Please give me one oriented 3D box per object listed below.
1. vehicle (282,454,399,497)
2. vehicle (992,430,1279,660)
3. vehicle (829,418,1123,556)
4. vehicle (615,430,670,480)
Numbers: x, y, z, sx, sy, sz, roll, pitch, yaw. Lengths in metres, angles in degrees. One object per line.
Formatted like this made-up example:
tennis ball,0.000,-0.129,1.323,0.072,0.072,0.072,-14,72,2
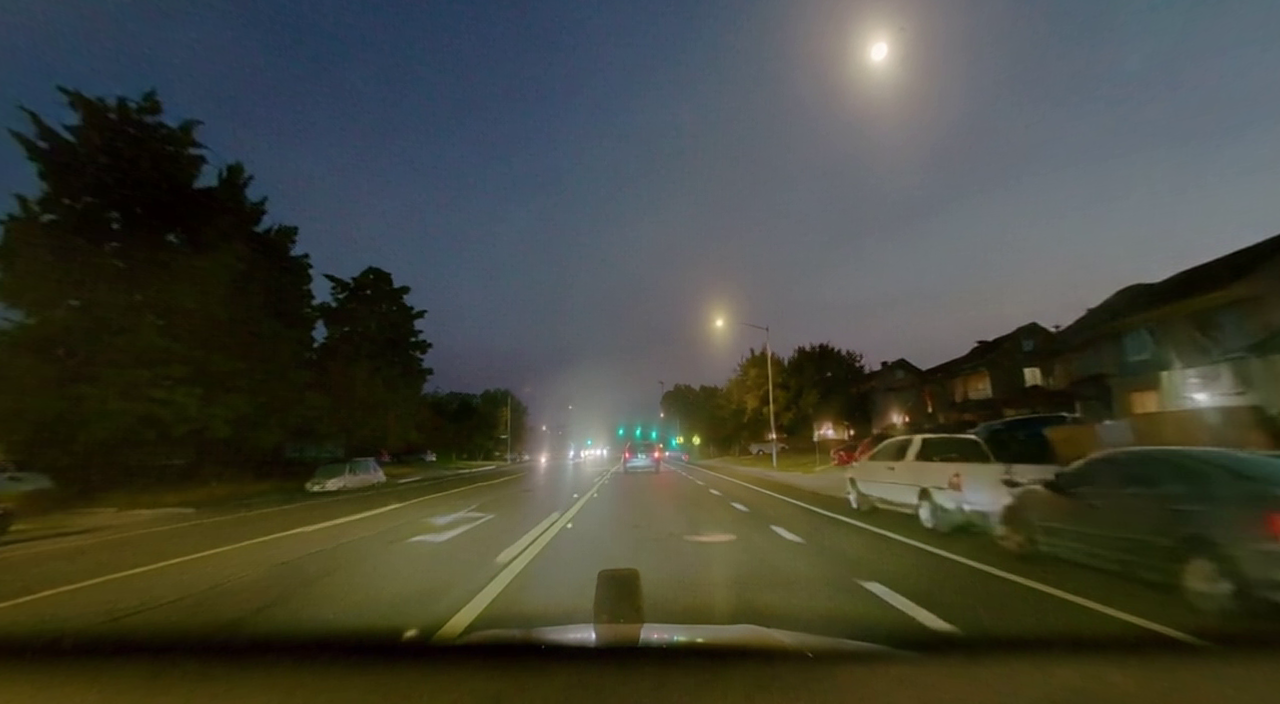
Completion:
vehicle,-12.446,5.125,26.754,2.192,1.541,5.391,-1,-8,2
vehicle,5.066,1.406,5.197,1.902,1.472,4.139,0,-8,-1
vehicle,4.987,2.058,10.423,2.153,1.730,4.659,0,-8,-2
vehicle,0.071,4.412,27.253,2.153,1.942,4.767,0,-8,-1
